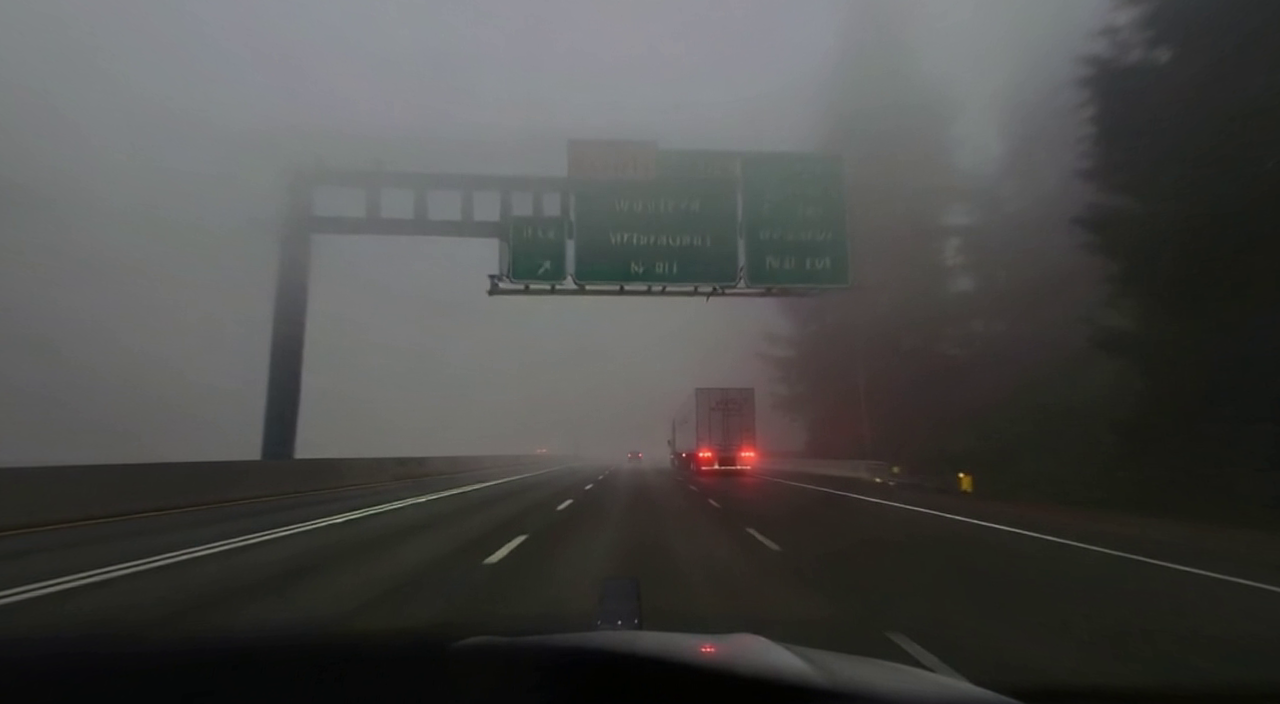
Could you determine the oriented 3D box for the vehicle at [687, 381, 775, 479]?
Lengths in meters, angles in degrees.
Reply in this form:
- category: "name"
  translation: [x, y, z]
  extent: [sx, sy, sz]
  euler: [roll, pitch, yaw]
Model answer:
- category: "vehicle"
  translation: [4.076, 3.904, 30.269]
  extent: [2.869, 4.013, 8.610]
  euler: [0, -9, 0]
